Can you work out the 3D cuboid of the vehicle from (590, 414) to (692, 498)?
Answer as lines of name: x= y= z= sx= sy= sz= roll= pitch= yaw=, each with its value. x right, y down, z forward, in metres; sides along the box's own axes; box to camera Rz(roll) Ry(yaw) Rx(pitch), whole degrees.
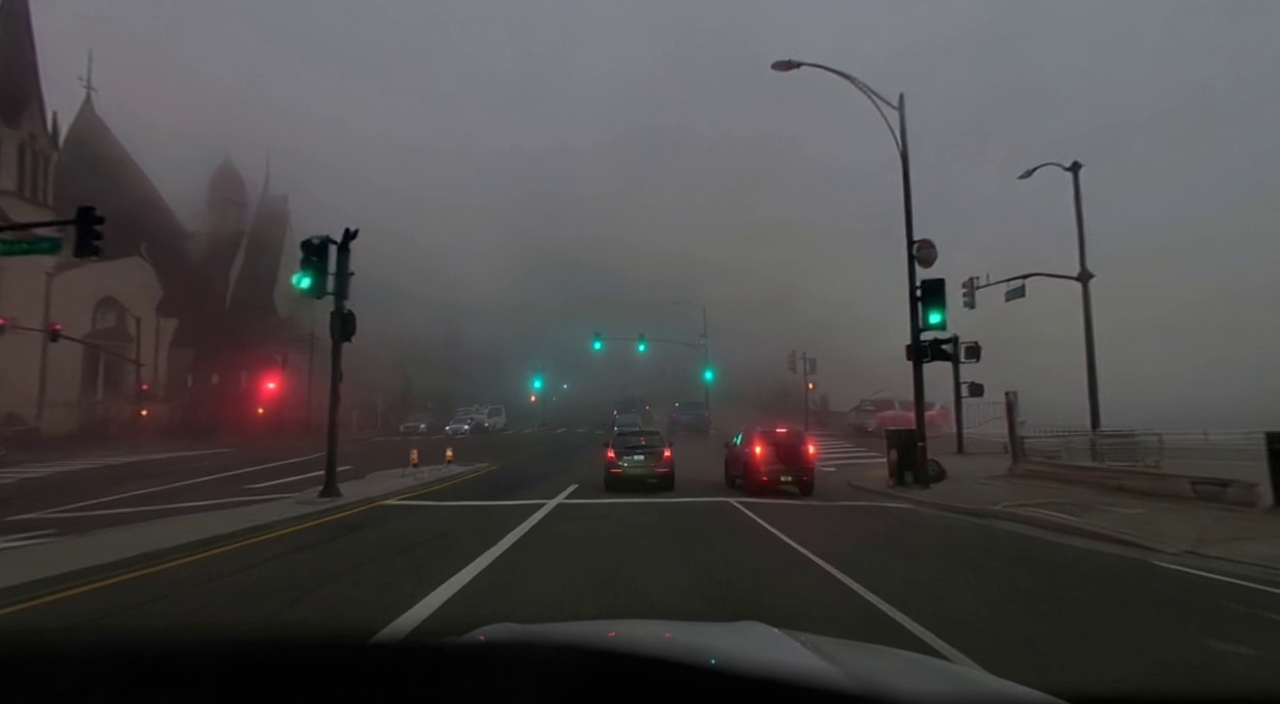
vehicle: x=-0.034 y=2.440 z=15.566 sx=2.168 sy=1.776 sz=4.135 roll=0 pitch=-6 yaw=-2

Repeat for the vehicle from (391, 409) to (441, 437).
vehicle: x=-16.639 y=5.379 z=47.190 sx=1.969 sy=1.896 sz=5.404 roll=1 pitch=-9 yaw=-3

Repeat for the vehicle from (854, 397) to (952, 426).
vehicle: x=14.564 y=3.307 z=35.172 sx=4.488 sy=1.475 sz=2.083 roll=0 pitch=-8 yaw=-3

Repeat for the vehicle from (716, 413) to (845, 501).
vehicle: x=3.400 y=2.553 z=16.293 sx=2.080 sy=1.735 sz=4.650 roll=3 pitch=-5 yaw=-2

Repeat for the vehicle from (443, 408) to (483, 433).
vehicle: x=-13.663 y=5.352 z=48.990 sx=2.069 sy=1.790 sz=4.358 roll=1 pitch=-9 yaw=-3

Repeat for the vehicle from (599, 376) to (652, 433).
vehicle: x=-1.050 y=3.267 z=39.413 sx=2.930 sy=3.209 sz=8.154 roll=0 pitch=-5 yaw=-3

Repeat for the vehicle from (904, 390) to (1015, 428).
vehicle: x=16.310 y=2.895 z=32.386 sx=4.512 sy=1.734 sz=2.143 roll=-2 pitch=-4 yaw=-4
